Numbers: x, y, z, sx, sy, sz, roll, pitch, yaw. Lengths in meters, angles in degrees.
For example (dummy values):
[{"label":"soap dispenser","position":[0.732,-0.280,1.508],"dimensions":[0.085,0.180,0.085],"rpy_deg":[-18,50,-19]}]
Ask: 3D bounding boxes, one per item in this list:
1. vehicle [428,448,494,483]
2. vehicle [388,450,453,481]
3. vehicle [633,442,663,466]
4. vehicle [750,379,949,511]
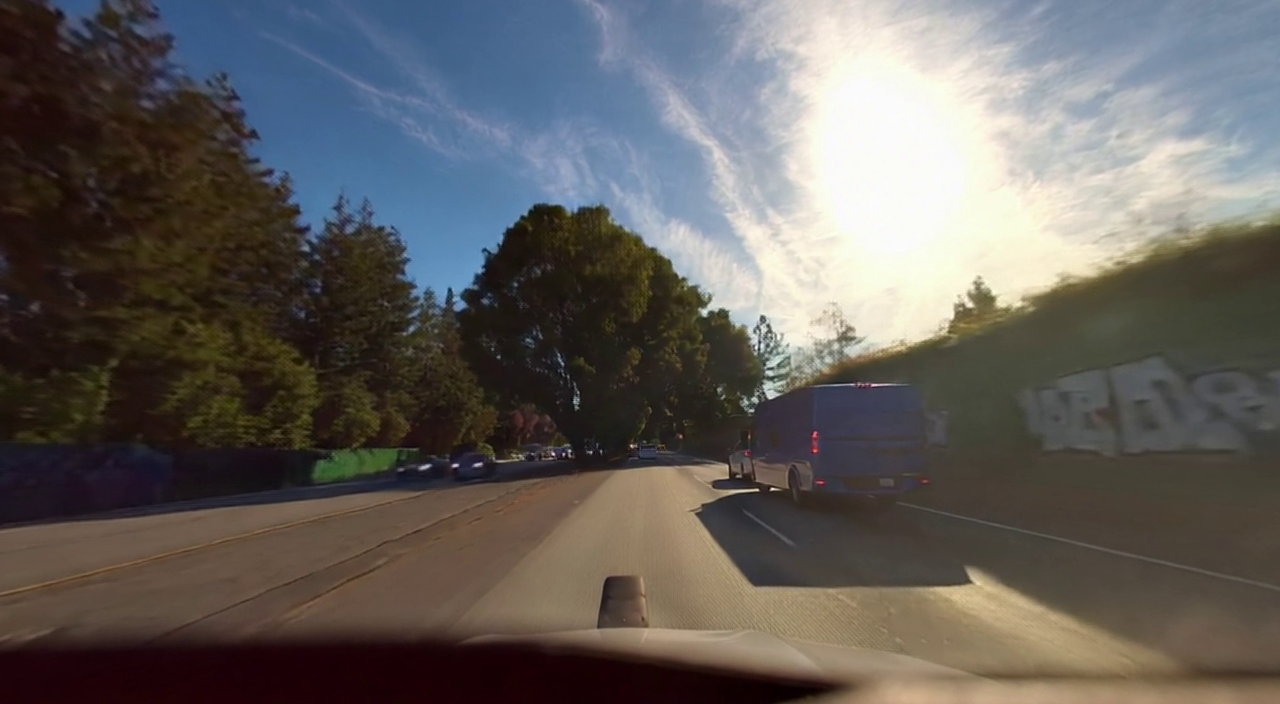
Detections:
[{"label":"vehicle","position":[-8.534,5.439,30.353],"dimensions":[1.900,1.519,3.886],"rpy_deg":[-1,-8,2]},{"label":"vehicle","position":[-12.631,6.555,36.566],"dimensions":[2.013,1.623,4.727],"rpy_deg":[-1,-8,1]},{"label":"vehicle","position":[0.576,7.222,44.632],"dimensions":[2.030,1.572,4.067],"rpy_deg":[0,-8,0]},{"label":"vehicle","position":[4.856,2.392,16.316],"dimensions":[2.712,2.659,6.992],"rpy_deg":[0,-8,0]}]
